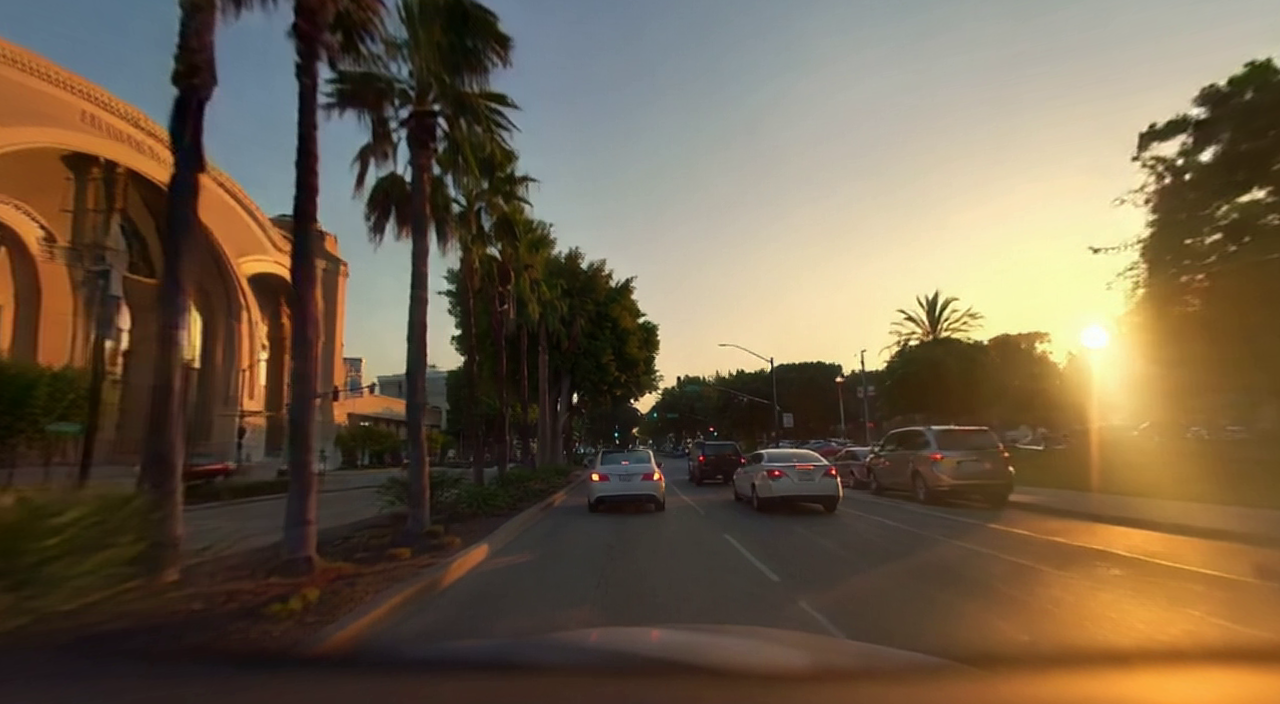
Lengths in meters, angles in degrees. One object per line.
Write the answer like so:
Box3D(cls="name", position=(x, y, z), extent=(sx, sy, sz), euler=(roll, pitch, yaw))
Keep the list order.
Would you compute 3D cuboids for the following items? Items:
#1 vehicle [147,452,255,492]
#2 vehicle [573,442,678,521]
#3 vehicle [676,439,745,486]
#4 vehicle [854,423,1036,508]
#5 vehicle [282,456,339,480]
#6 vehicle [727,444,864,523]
Box3D(cls="vehicle", position=(-21.451, 5.848, 31.151), extent=(1.955, 1.770, 4.700), euler=(0, -9, -1))
Box3D(cls="vehicle", position=(-0.306, 2.822, 14.294), extent=(2.050, 1.521, 3.747), euler=(0, -9, -1))
Box3D(cls="vehicle", position=(3.091, 5.092, 29.660), extent=(2.127, 1.854, 7.971), euler=(0, -9, -1))
Box3D(cls="vehicle", position=(7.948, 2.965, 17.235), extent=(2.200, 1.933, 5.123), euler=(0, -8, -3))
Box3D(cls="vehicle", position=(-24.767, 8.668, 47.601), extent=(1.870, 1.636, 4.375), euler=(0, -9, 1))
Box3D(cls="vehicle", position=(3.205, 2.788, 13.991), extent=(1.833, 1.465, 4.258), euler=(0, -9, -2))
